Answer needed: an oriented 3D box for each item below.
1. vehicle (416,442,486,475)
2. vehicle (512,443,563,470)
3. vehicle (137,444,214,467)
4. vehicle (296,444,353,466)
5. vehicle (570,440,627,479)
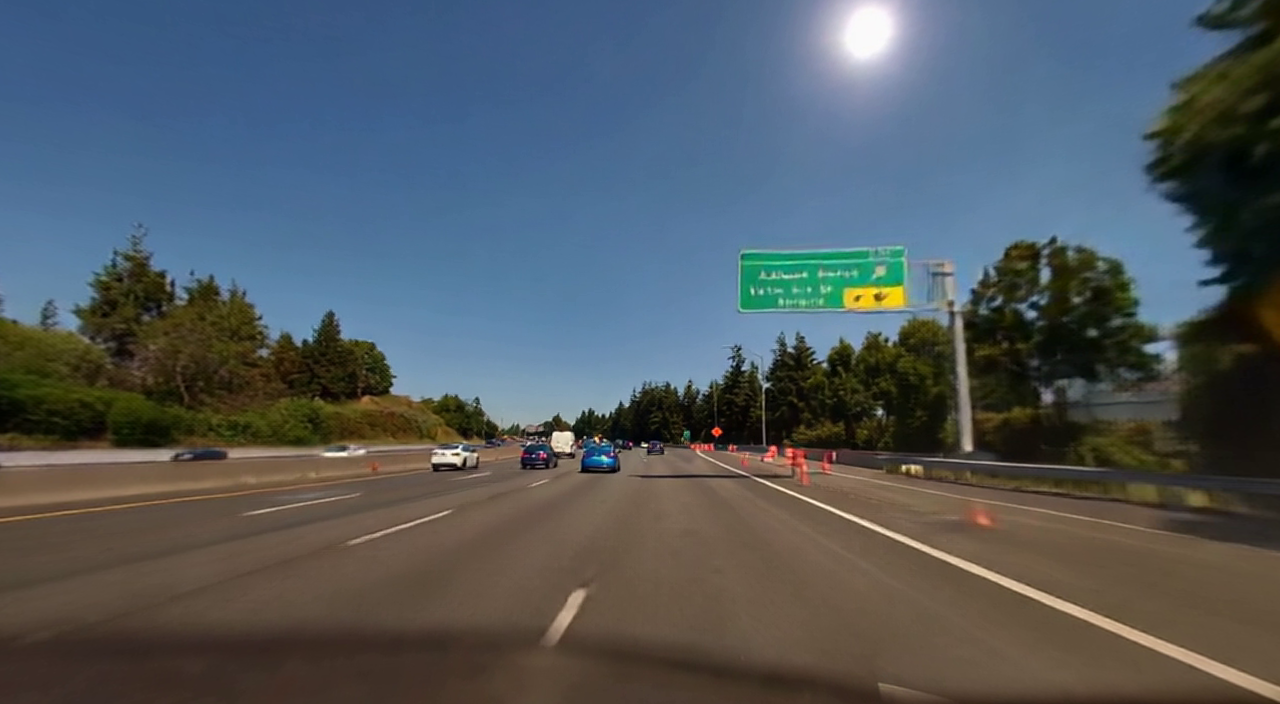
[{"bbox_3d":[-9.230,5.201,31.076,1.946,1.472,4.472,0,-8,2],"label":"vehicle"},{"bbox_3d":[-5.739,5.887,35.715,1.951,1.439,4.633,0,-8,2],"label":"vehicle"},{"bbox_3d":[-32.967,7.338,44.709,1.846,1.459,4.832,0,-8,-1],"label":"vehicle"},{"bbox_3d":[-22.837,7.458,45.626,1.827,1.470,4.274,0,-8,1],"label":"vehicle"},{"bbox_3d":[-1.656,4.526,26.801,1.963,1.462,4.681,0,-8,2],"label":"vehicle"}]
